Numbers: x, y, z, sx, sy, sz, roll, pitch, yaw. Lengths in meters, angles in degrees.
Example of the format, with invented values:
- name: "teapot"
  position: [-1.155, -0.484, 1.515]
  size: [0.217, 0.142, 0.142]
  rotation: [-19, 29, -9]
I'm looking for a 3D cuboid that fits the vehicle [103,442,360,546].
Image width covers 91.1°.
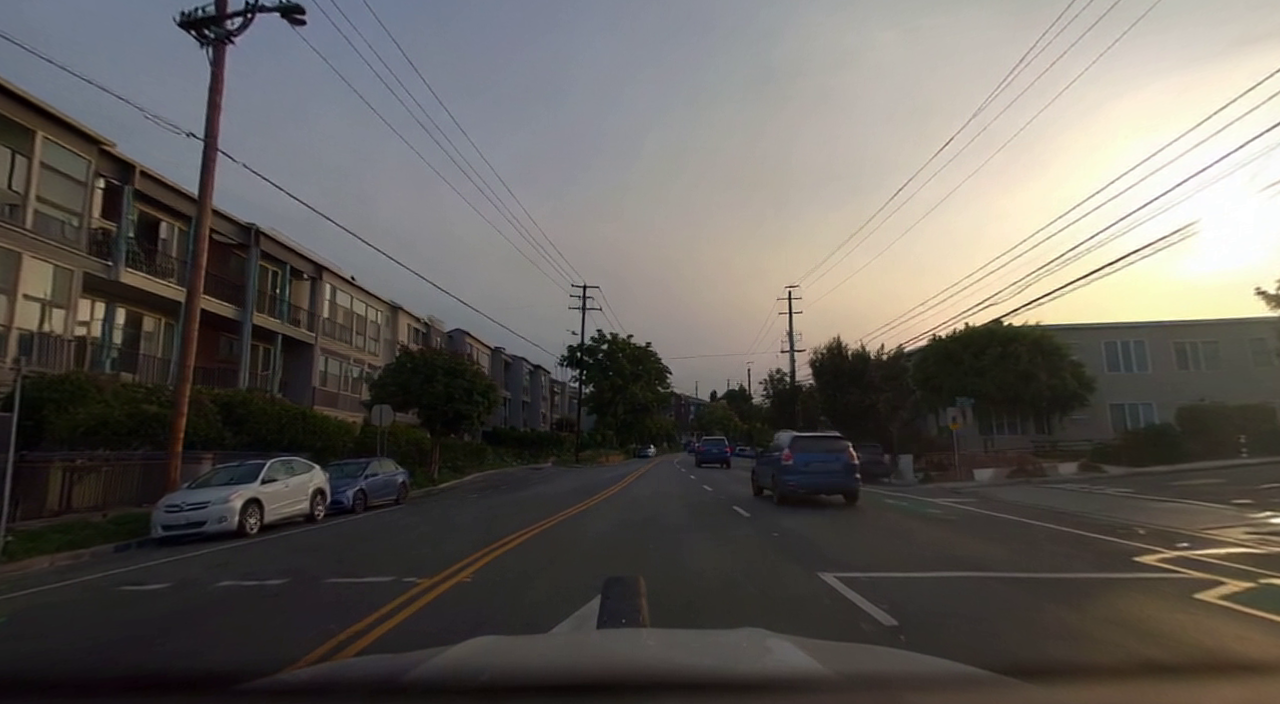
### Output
- name: "vehicle"
  position: [-8.349, 2.880, 13.580]
  size: [2.381, 1.825, 4.652]
  rotation: [0, -8, 0]

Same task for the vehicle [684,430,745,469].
- name: "vehicle"
  position: [3.710, 4.996, 32.321]
  size: [2.368, 1.840, 4.896]
  rotation: [0, -8, -2]

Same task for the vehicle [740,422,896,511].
- name: "vehicle"
  position: [3.884, 2.613, 14.828]
  size: [2.306, 1.719, 4.805]
  rotation: [0, -8, 0]
